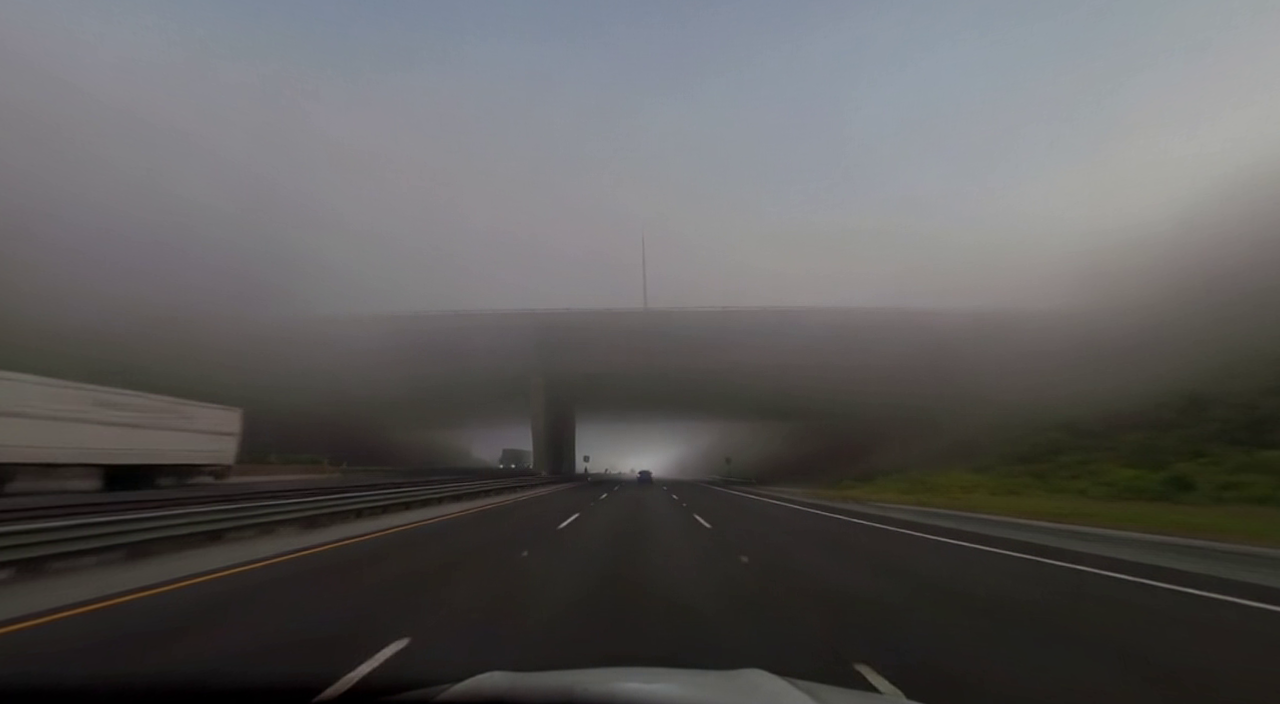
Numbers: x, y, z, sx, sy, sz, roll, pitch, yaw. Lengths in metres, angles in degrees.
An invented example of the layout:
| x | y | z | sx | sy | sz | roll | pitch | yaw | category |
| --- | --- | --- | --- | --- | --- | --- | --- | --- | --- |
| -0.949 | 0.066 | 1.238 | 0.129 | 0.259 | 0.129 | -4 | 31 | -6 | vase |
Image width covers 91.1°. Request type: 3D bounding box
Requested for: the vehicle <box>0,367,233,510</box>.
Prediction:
| x | y | z | sx | sy | sz | roll | pitch | yaw | category |
| --- | --- | --- | --- | --- | --- | --- | --- | --- | --- |
| -19.736 | 3.101 | 21.332 | 2.893 | 4.010 | 13.120 | 1 | -11 | 0 | vehicle |
